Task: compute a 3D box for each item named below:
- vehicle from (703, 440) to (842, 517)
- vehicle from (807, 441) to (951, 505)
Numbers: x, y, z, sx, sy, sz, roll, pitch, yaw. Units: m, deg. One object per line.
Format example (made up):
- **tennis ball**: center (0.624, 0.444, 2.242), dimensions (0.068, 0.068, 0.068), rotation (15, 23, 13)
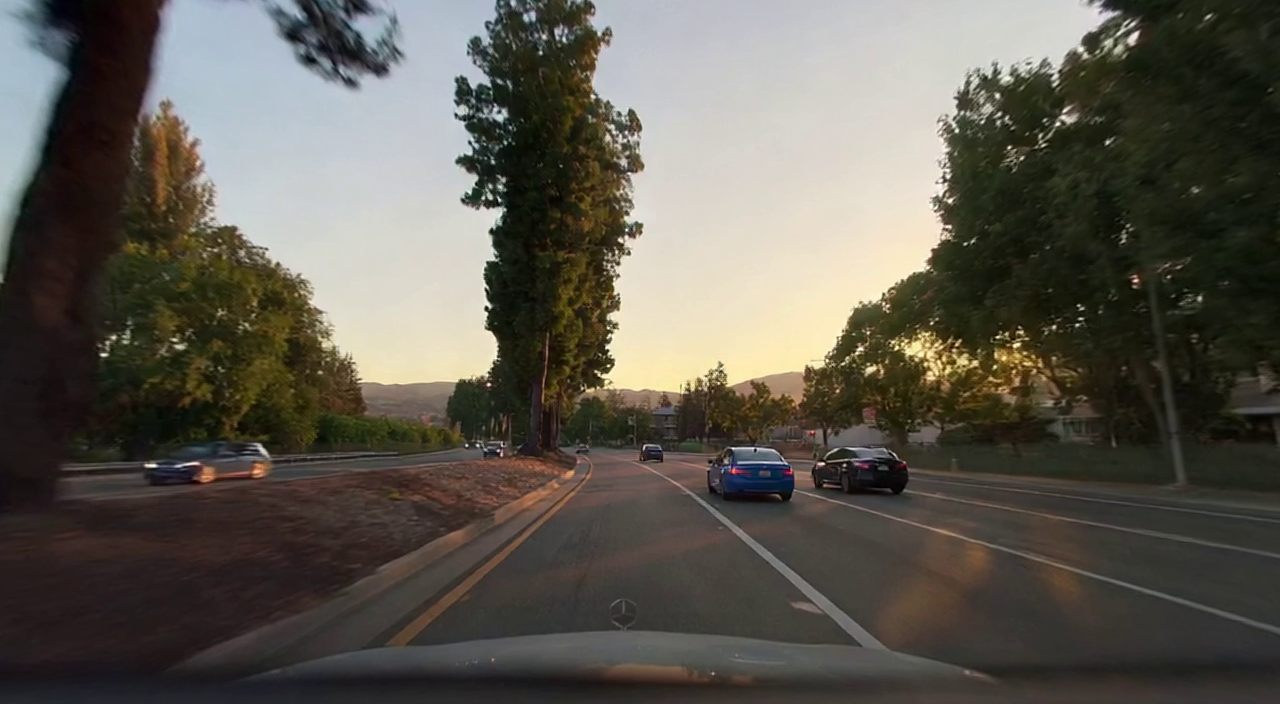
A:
- **vehicle**: center (2.807, 2.779, 14.385), dimensions (2.077, 1.464, 4.134), rotation (0, -8, -3)
- **vehicle**: center (6.145, 3.141, 16.852), dimensions (1.901, 1.474, 4.363), rotation (1, -9, -4)
